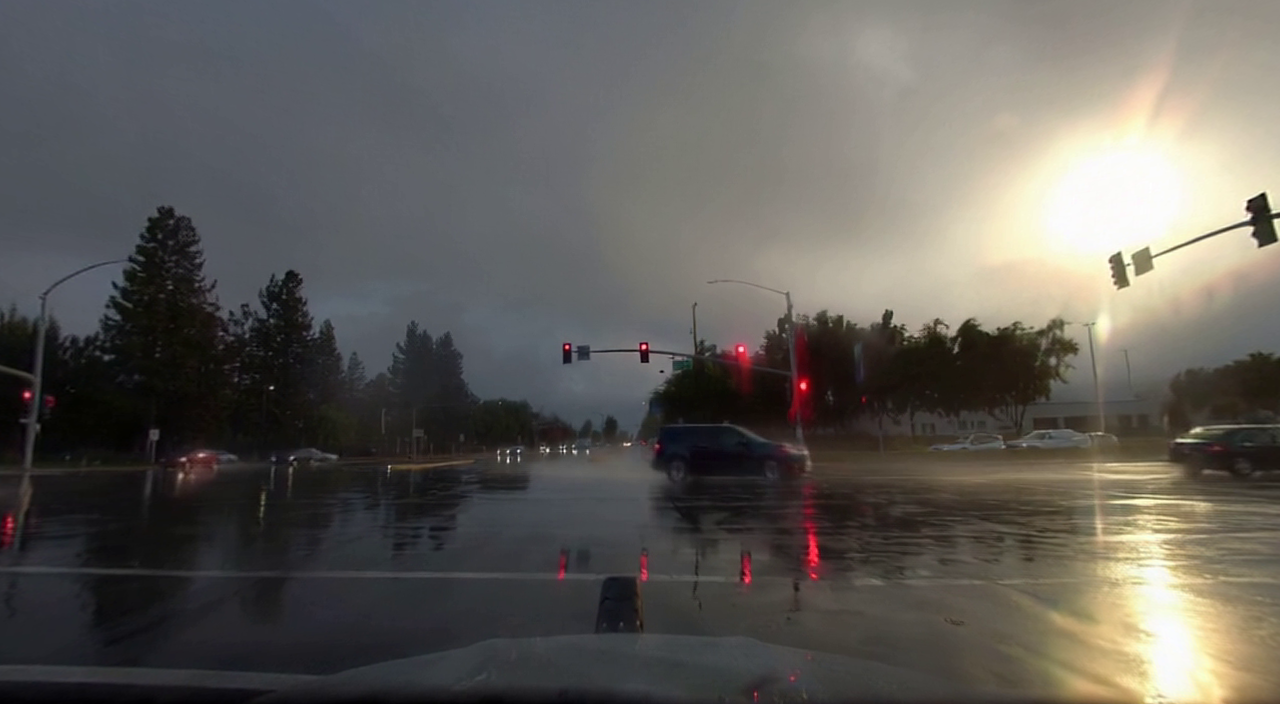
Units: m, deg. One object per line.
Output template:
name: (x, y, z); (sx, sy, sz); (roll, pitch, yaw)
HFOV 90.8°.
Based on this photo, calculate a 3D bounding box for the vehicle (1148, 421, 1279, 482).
vehicle: (17.850, 2.914, 18.626); (4.180, 1.678, 1.982); (1, -9, -7)

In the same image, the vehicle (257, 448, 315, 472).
vehicle: (-26.289, 8.021, 47.102); (1.889, 1.662, 4.319); (0, -9, -1)

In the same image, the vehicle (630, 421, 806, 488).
vehicle: (2.549, 3.366, 20.982); (5.310, 1.972, 2.223); (-4, -9, 26)

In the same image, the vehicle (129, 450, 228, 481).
vehicle: (-26.864, 6.595, 37.016); (2.135, 1.637, 4.582); (-1, -9, 4)
